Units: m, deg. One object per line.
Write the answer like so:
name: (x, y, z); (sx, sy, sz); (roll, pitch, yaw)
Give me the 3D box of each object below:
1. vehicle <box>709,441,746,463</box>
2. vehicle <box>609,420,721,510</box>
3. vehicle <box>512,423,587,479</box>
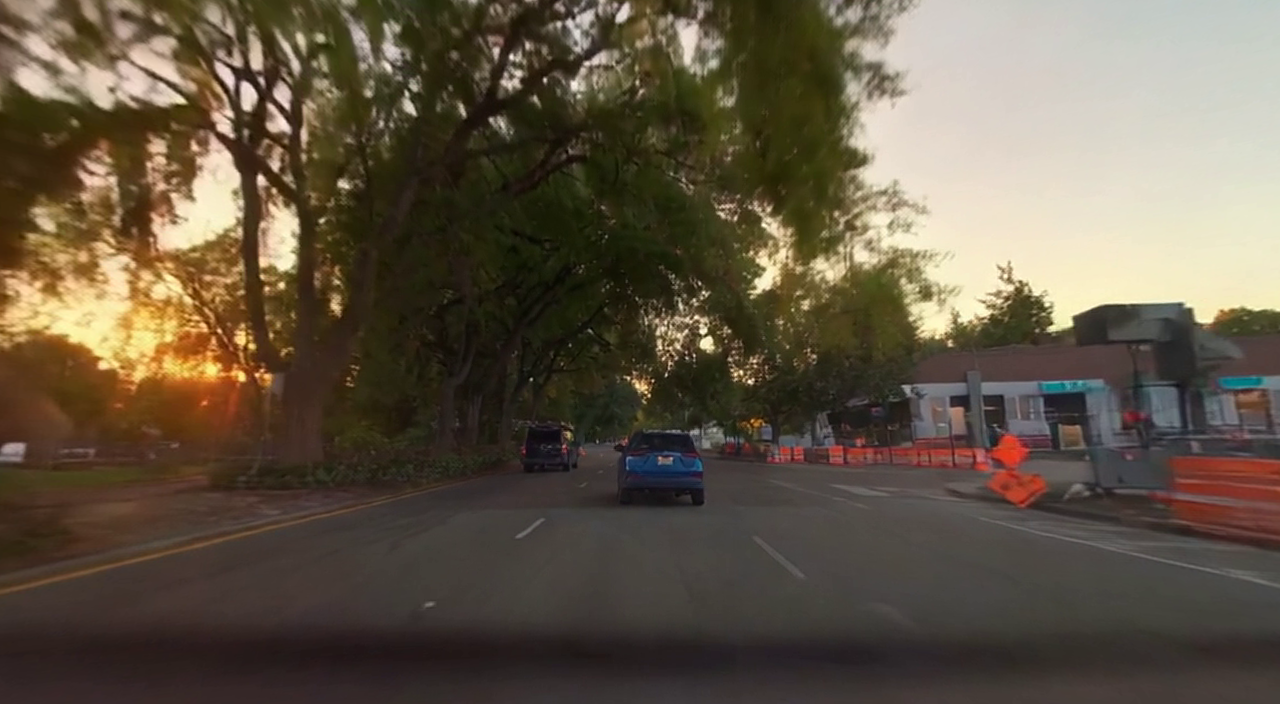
vehicle: (6.462, 7.465, 47.275); (2.076, 1.535, 4.460); (0, -9, -1)
vehicle: (0.382, 2.499, 14.371); (2.168, 1.725, 4.192); (0, -8, -3)
vehicle: (-3.608, 4.112, 26.456); (2.357, 2.063, 5.488); (0, -8, 0)
